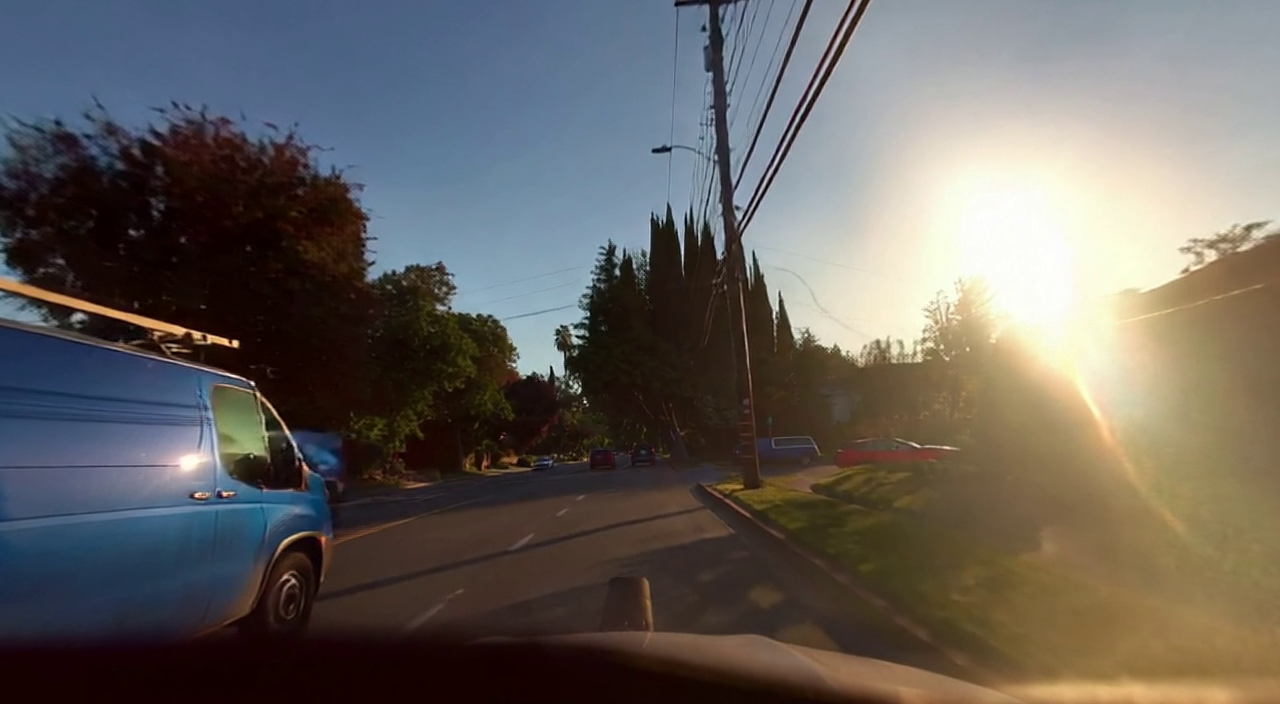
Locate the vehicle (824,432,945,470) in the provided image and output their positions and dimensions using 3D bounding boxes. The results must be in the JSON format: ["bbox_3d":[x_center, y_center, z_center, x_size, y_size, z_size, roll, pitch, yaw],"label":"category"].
[{"bbox_3d":[10.261,4.179,26.726,4.295,1.505,1.918,0,-8,1],"label":"vehicle"}]

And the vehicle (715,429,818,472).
[{"bbox_3d":[6.791,5.264,33.660,5.012,1.711,2.457,-8,-9,14],"label":"vehicle"}]

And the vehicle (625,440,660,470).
[{"bbox_3d":[0.176,6.391,39.234,2.120,1.718,3.909,0,-9,1],"label":"vehicle"}]

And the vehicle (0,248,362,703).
[{"bbox_3d":[-3.568,0.694,2.328,2.336,2.152,5.866,0,-9,1],"label":"vehicle"}]
